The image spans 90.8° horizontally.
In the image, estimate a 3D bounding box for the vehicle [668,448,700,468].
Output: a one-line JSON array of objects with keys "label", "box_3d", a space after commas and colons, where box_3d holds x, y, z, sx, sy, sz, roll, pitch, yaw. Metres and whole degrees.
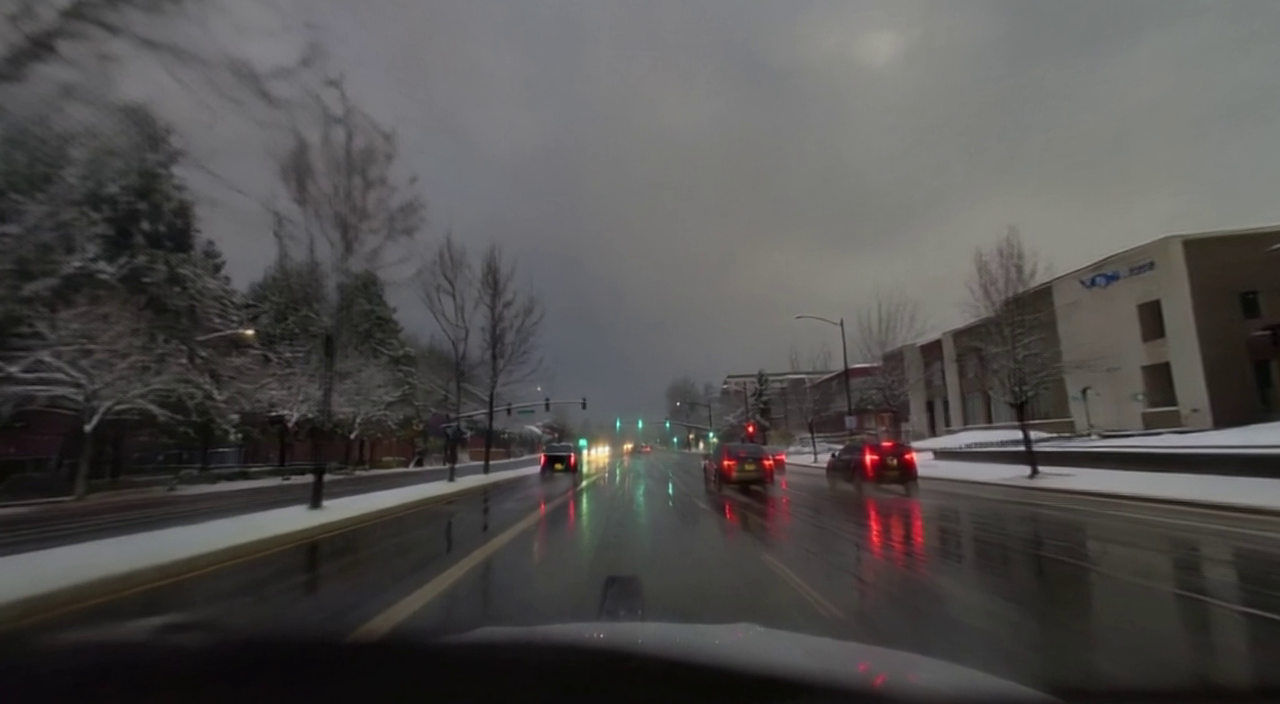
[{"label": "vehicle", "box_3d": [3.388, 8.285, 49.758, 2.054, 1.473, 4.511, 0, -9, -1]}]

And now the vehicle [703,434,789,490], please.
[{"label": "vehicle", "box_3d": [3.611, 3.852, 22.475, 2.152, 1.742, 4.704, 0, -9, -1]}]

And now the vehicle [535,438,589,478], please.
[{"label": "vehicle", "box_3d": [-3.770, 5.228, 31.350, 2.155, 1.797, 3.989, -1, -9, 0]}]

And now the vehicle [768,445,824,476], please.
[{"label": "vehicle", "box_3d": [8.161, 5.701, 33.472, 1.884, 1.478, 4.164, 0, -9, 0]}]

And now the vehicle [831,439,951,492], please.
[{"label": "vehicle", "box_3d": [8.030, 3.674, 20.761, 1.944, 1.503, 4.723, 0, -9, 0]}]
